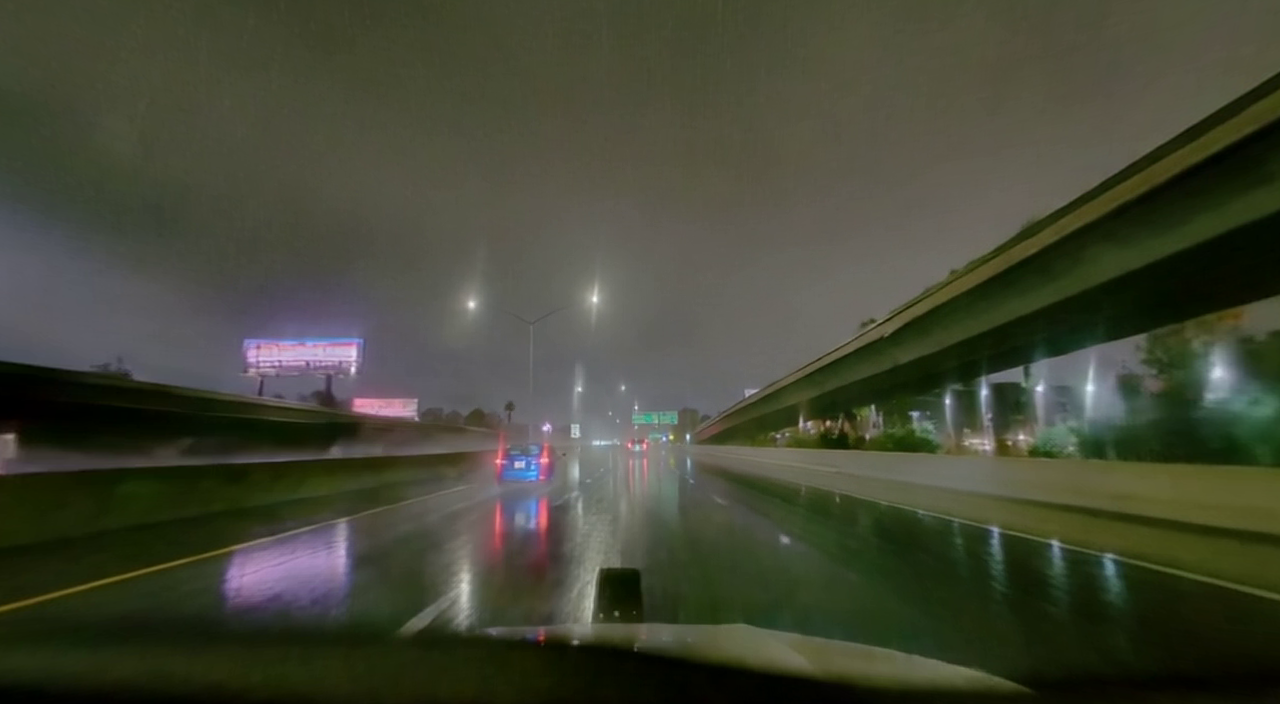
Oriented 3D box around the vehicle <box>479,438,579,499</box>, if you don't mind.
[{"bbox_3d":[-3.079,3.331,18.538,2.029,1.557,4.570,0,-8,1],"label":"vehicle"}]
